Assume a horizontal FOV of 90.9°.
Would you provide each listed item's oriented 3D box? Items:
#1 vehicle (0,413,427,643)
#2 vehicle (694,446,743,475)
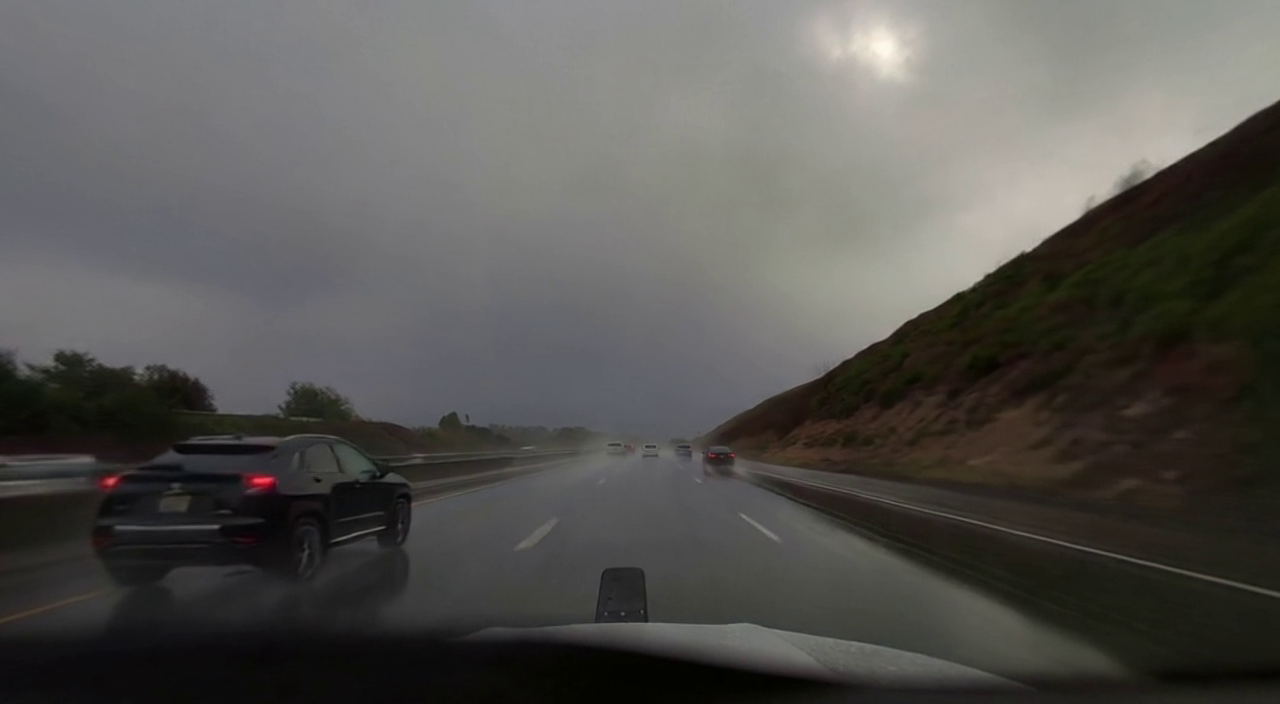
[{"bbox_3d":[-3.791,1.459,6.266,1.910,1.521,3.930,0,-8,1],"label":"vehicle"},{"bbox_3d":[3.911,5.447,31.976,1.976,1.352,3.602,0,-8,-1],"label":"vehicle"}]
